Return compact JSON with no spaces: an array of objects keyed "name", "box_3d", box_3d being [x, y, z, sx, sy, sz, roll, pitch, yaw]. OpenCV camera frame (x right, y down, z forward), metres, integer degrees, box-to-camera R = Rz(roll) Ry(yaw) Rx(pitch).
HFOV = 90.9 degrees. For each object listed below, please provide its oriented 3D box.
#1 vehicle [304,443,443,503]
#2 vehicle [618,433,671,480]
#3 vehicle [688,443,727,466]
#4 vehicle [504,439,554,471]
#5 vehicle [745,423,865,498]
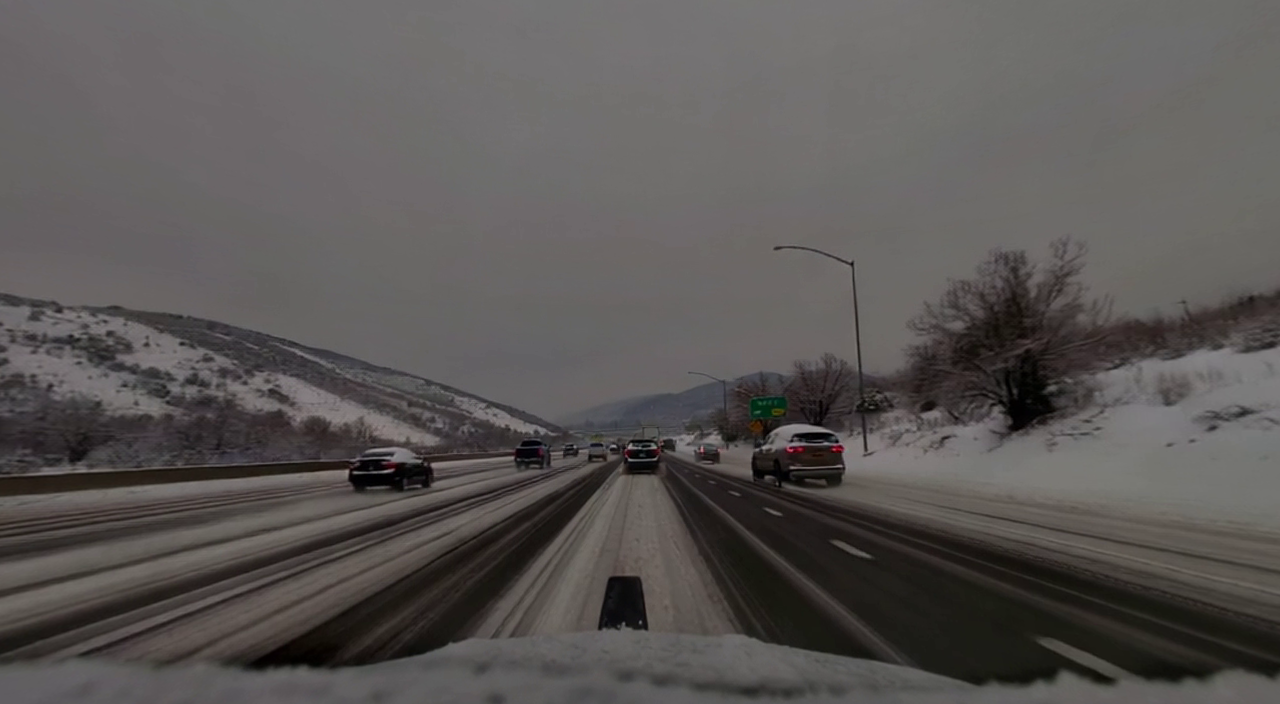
[{"name":"vehicle","box_3d":[-7.502,3.416,18.388,1.916,1.482,4.908,0,-8,0]},{"name":"vehicle","box_3d":[0.159,4.366,26.579,2.052,1.808,3.898,0,-8,-1]},{"name":"vehicle","box_3d":[4.450,6.856,42.282,1.998,1.456,4.338,0,-8,-2]},{"name":"vehicle","box_3d":[-6.735,6.304,38.894,2.160,1.799,5.001,0,-8,0]},{"name":"vehicle","box_3d":[4.511,3.049,18.119,2.029,1.859,4.669,0,-8,-2]}]
